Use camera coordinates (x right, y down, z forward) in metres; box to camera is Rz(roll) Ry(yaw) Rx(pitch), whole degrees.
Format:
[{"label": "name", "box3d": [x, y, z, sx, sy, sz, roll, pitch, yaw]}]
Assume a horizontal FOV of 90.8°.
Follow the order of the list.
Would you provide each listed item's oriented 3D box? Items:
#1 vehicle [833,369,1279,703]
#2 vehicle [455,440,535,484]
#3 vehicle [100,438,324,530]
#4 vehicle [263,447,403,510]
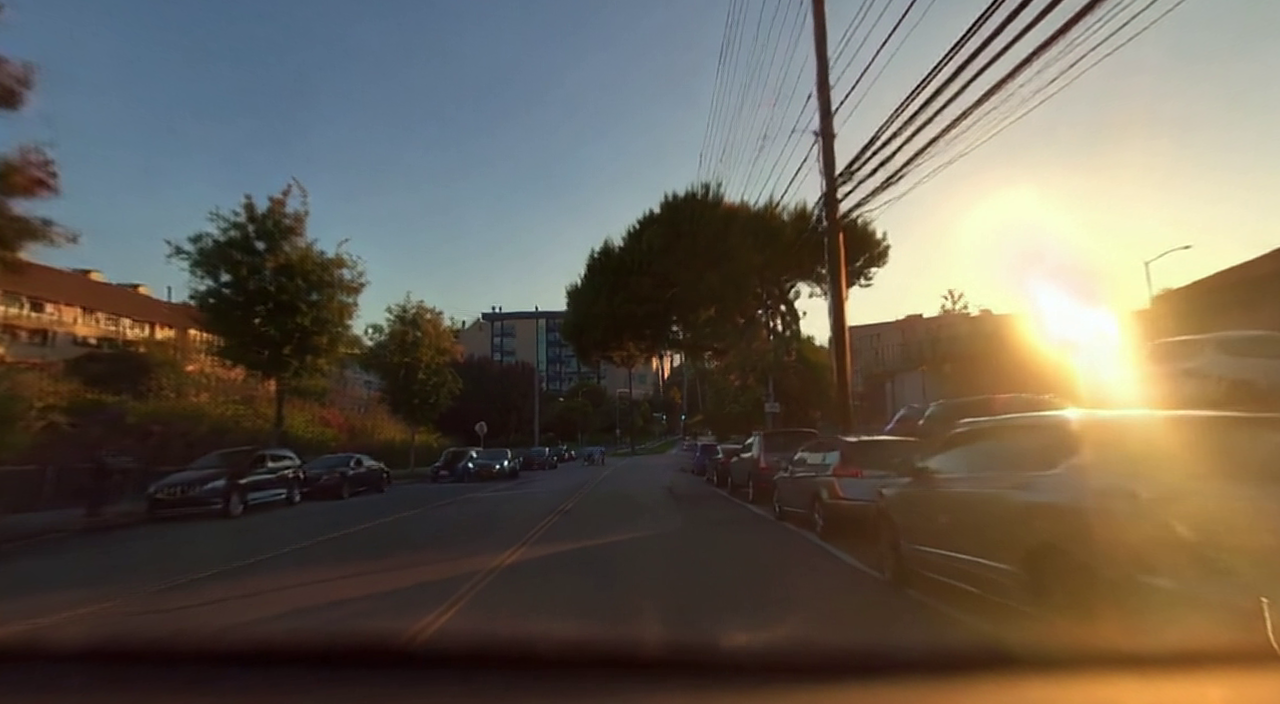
[{"label": "vehicle", "box3d": [3.234, 1.202, 4.709, 2.037, 1.622, 4.270, 0, -9, -3]}, {"label": "vehicle", "box3d": [-6.362, 4.884, 28.324, 2.081, 1.760, 4.598, 0, -9, 6]}, {"label": "vehicle", "box3d": [-11.330, 3.490, 17.377, 2.322, 2.037, 5.030, -3, -9, 5]}, {"label": "vehicle", "box3d": [-10.737, 4.387, 22.509, 2.134, 1.775, 4.706, -8, -10, 8]}]
